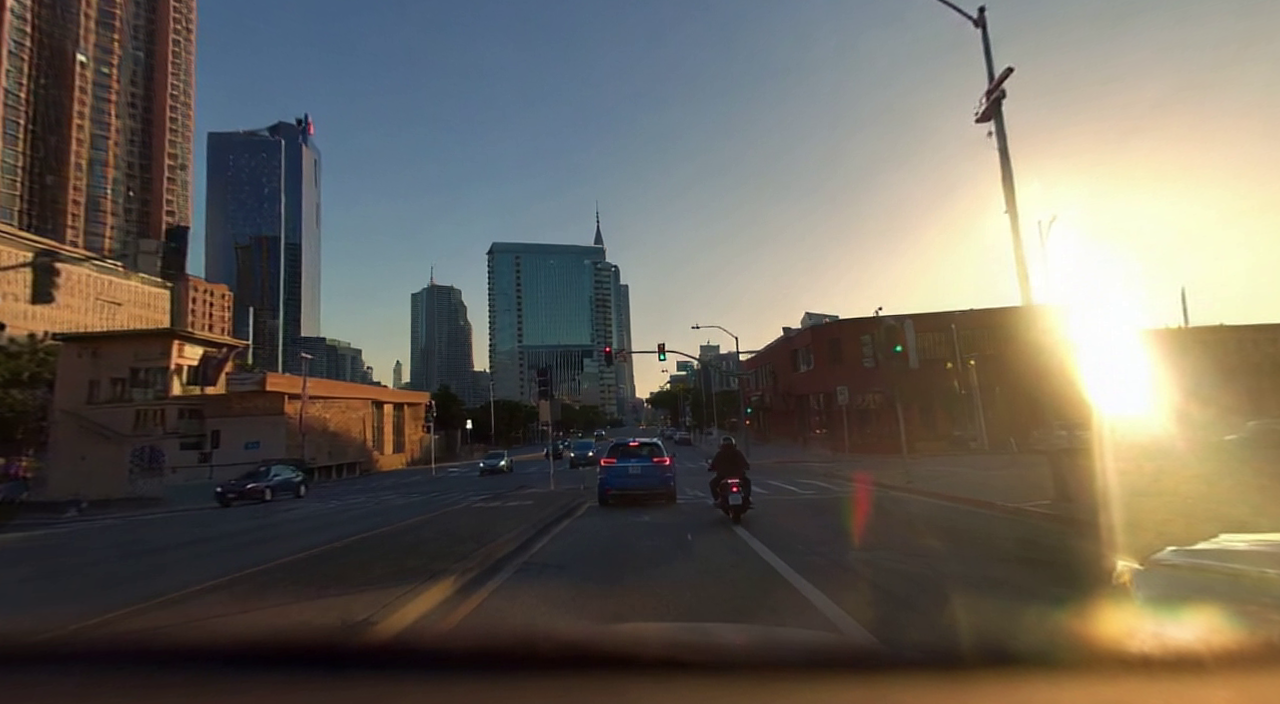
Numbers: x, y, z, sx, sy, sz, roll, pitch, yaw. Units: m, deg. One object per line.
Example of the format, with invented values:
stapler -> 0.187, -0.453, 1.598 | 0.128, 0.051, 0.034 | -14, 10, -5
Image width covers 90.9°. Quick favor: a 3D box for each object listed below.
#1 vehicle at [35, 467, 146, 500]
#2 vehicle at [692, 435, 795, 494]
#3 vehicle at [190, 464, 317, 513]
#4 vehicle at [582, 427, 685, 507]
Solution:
vehicle -> -30.909, 7.382, 35.571 | 4.326, 1.694, 1.949 | 0, -9, -1
vehicle -> 2.906, 3.285, 18.789 | 2.101, 1.507, 4.355 | 0, -9, -3
vehicle -> -14.475, 5.107, 24.039 | 1.963, 1.492, 4.885 | 0, -9, -3
vehicle -> -0.137, 2.866, 16.108 | 2.265, 1.748, 4.130 | 0, -9, 0
